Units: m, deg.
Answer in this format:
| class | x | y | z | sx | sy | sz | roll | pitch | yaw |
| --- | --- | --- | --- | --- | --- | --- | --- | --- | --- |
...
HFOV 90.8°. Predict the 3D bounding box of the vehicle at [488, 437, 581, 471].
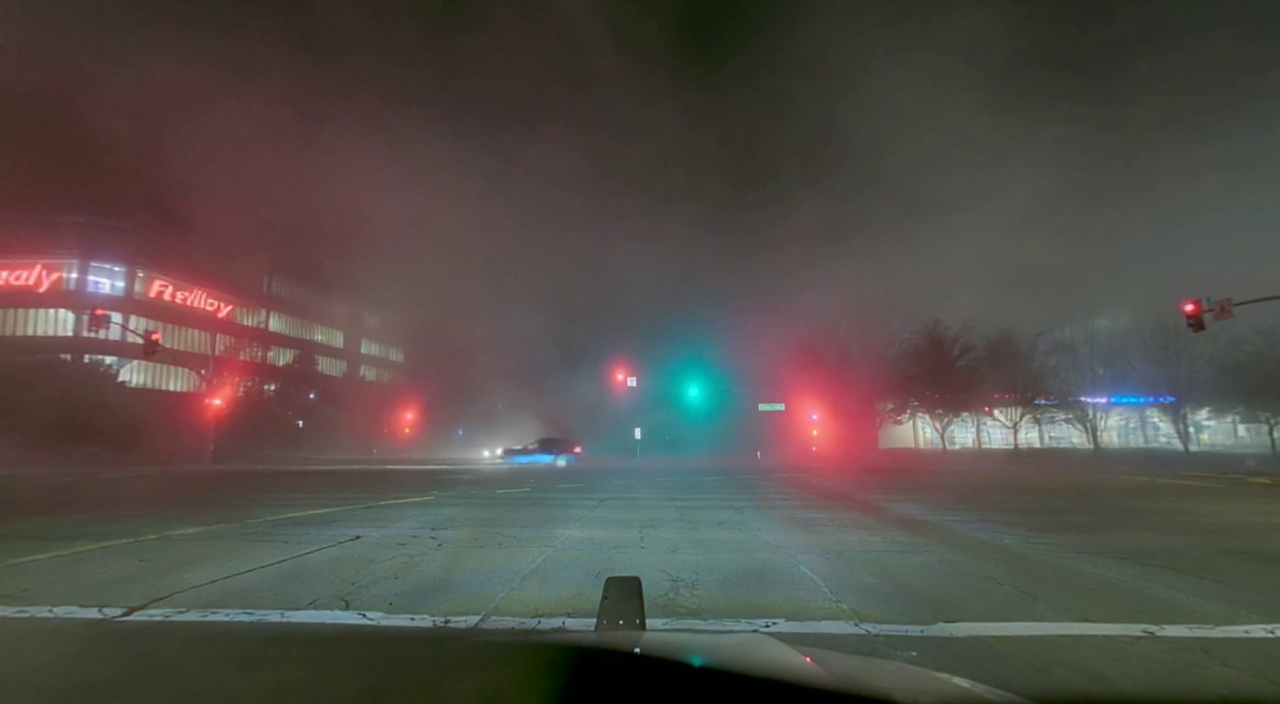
| class | x | y | z | sx | sy | sz | roll | pitch | yaw |
| --- | --- | --- | --- | --- | --- | --- | --- | --- | --- |
| vehicle | -5.478 | 5.387 | 33.361 | 4.639 | 1.699 | 2.030 | 0 | -9 | -4 |
